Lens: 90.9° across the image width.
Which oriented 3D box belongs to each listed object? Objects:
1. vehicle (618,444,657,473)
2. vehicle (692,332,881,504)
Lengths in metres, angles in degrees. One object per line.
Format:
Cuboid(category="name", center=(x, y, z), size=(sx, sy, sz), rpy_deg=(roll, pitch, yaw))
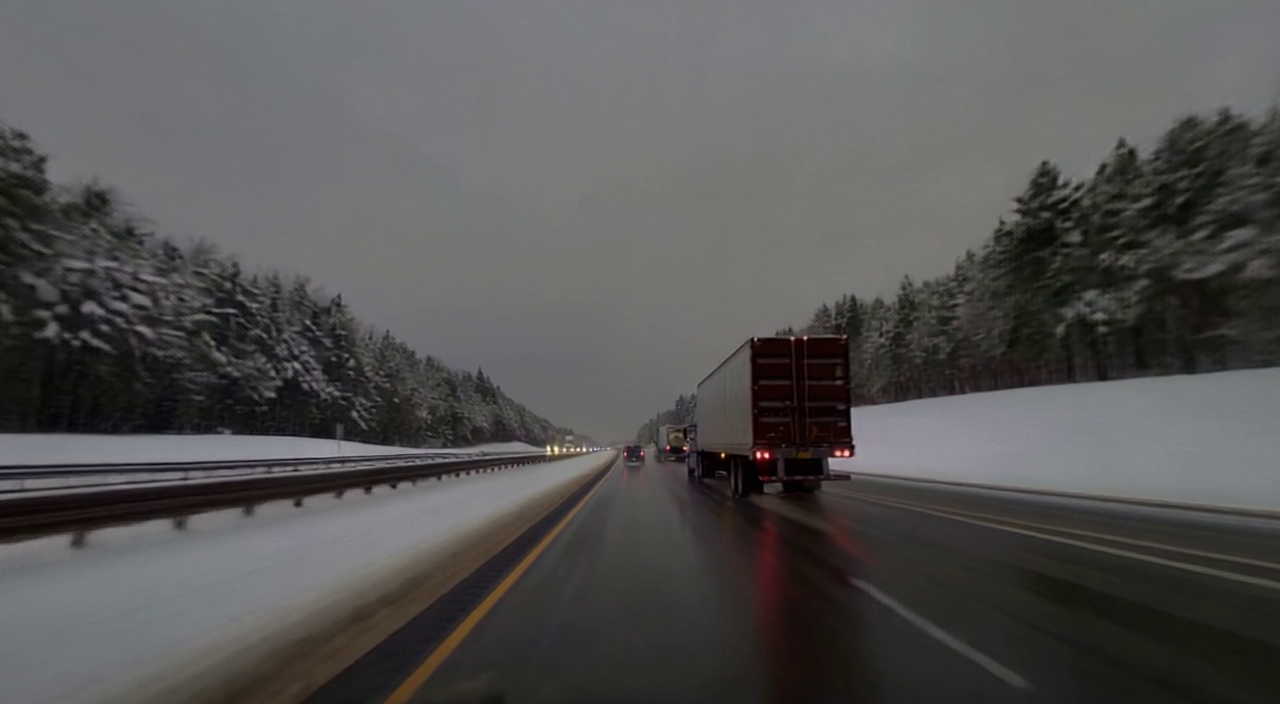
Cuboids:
Cuboid(category="vehicle", center=(-0.150, 5.984, 35.538), size=(2.051, 1.513, 4.511), rpy_deg=(0, -9, -1))
Cuboid(category="vehicle", center=(4.030, 2.644, 22.123), size=(2.883, 4.057, 14.579), rpy_deg=(0, -9, -1))
